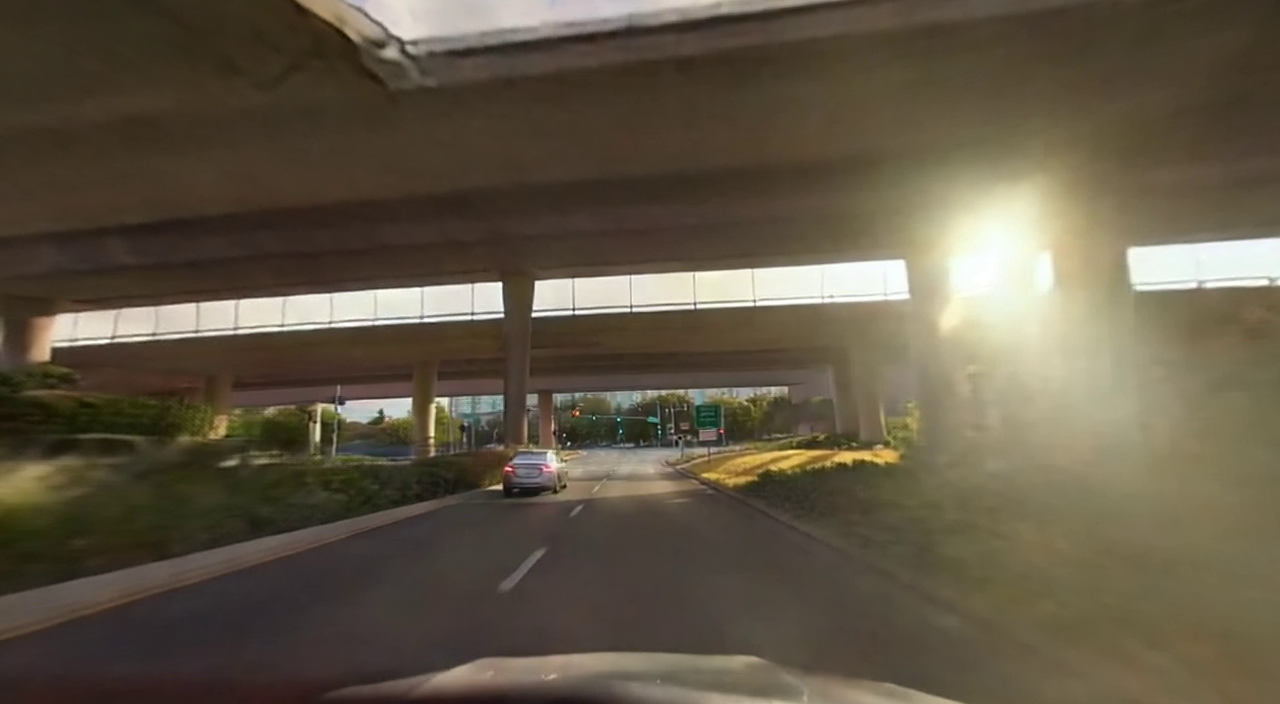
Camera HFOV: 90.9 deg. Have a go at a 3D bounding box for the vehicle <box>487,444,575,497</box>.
[{"bbox_3d":[-3.324,3.719,20.137,1.963,1.460,4.614,0,-9,0],"label":"vehicle"}]
